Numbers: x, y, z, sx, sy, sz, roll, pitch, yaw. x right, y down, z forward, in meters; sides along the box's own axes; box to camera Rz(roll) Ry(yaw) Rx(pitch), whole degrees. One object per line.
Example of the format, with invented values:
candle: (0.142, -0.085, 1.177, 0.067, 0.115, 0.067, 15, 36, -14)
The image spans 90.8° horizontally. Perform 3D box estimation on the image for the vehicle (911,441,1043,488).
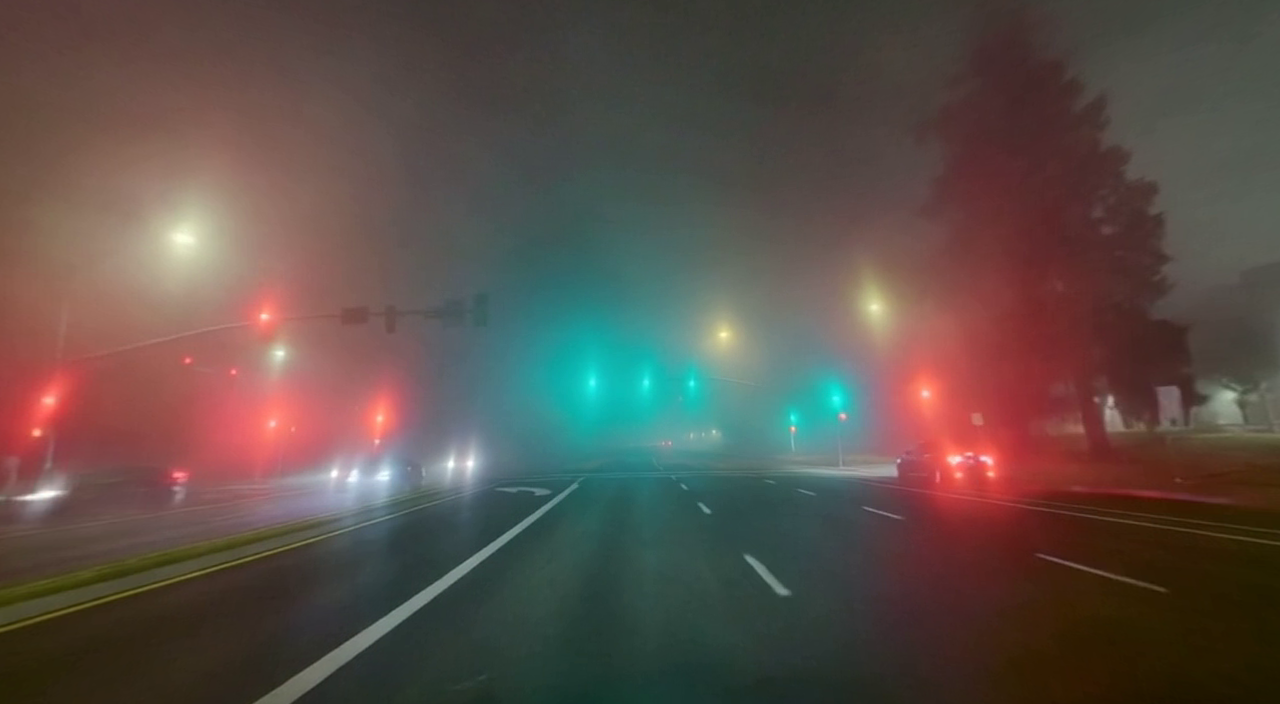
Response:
vehicle: (11.640, 3.895, 22.266, 1.955, 1.455, 4.727, 0, -9, -1)

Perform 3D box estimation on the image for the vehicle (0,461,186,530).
vehicle: (-15.670, 4.033, 18.312, 1.892, 1.631, 4.226, 0, -9, -1)

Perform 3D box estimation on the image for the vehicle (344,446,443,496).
vehicle: (-9.222, 4.447, 24.100, 2.010, 1.682, 4.346, 0, -9, 0)
